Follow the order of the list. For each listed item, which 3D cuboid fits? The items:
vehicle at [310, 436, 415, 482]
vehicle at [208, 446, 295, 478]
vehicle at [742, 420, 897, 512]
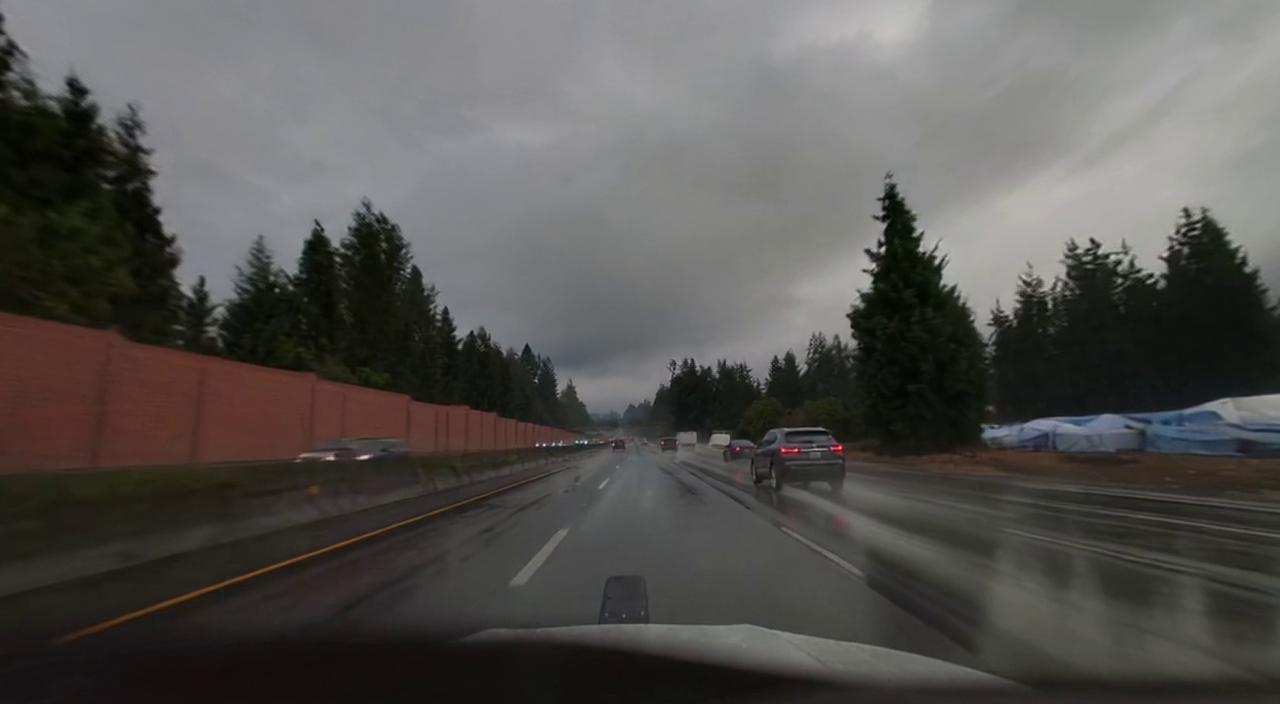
[{"bbox_3d":[-10.842,4.195,25.072,2.115,1.642,4.503,0,-8,0],"label":"vehicle"},{"bbox_3d":[-21.706,6.129,35.469,2.108,1.664,4.363,0,-8,0],"label":"vehicle"},{"bbox_3d":[3.901,2.579,14.755,2.190,1.783,4.637,0,-8,-1],"label":"vehicle"}]
